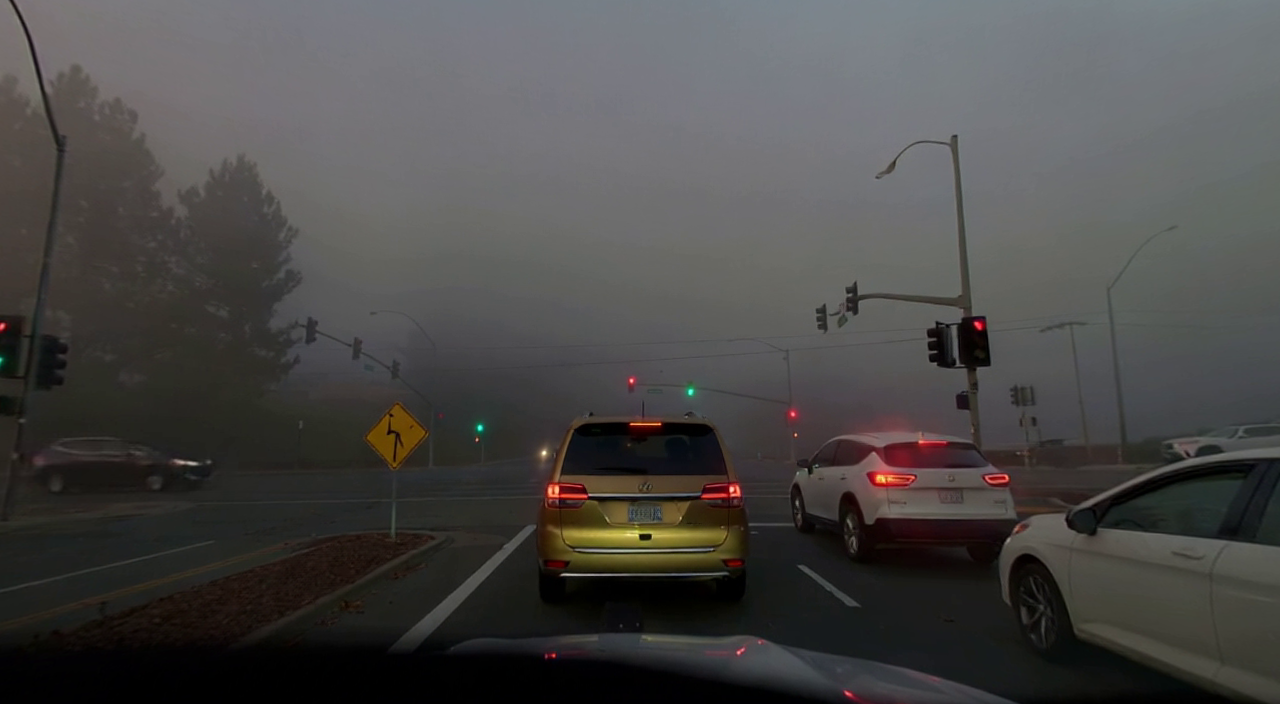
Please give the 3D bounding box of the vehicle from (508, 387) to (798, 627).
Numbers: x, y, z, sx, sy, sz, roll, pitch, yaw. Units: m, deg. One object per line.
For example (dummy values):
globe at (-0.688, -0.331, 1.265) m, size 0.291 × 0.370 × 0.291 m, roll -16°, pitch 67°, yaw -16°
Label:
vehicle at (0.098, 1.494, 7.062) m, size 2.170 × 1.793 × 4.468 m, roll 0°, pitch -8°, yaw 0°

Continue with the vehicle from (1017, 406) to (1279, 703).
vehicle at (3.166, 0.815, 1.429) m, size 1.924 × 1.466 × 4.461 m, roll 0°, pitch -8°, yaw 1°

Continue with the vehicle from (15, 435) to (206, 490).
vehicle at (-18.249, 3.795, 21.972) m, size 4.687 × 1.791 × 2.044 m, roll 0°, pitch -8°, yaw 0°

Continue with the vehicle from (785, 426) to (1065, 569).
vehicle at (3.520, 1.858, 8.861) m, size 1.861 × 1.495 × 4.215 m, roll 0°, pitch -8°, yaw -1°
